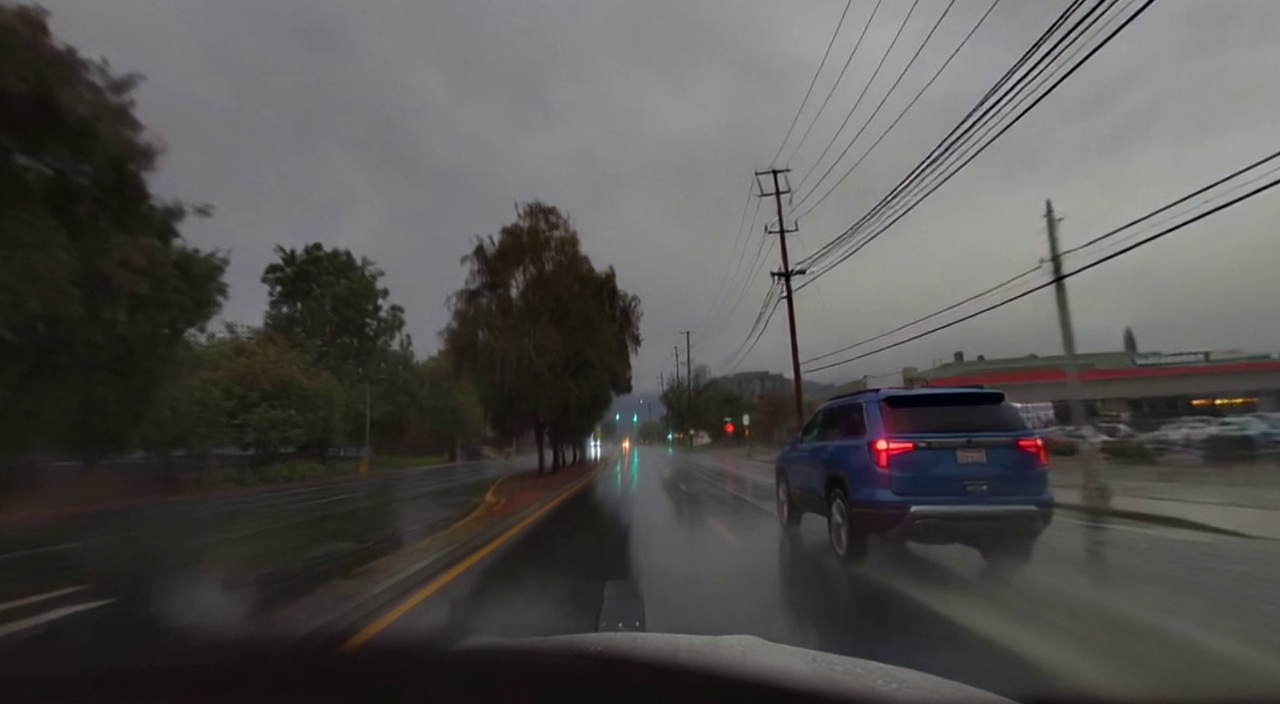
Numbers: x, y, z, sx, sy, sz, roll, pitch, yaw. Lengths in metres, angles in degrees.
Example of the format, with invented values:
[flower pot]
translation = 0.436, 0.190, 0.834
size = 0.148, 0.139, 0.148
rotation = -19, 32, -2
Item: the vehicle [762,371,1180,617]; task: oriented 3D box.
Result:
[vehicle]
translation = 2.931, 1.400, 7.142
size = 2.060, 1.820, 4.713
rotation = 0, -9, -1
